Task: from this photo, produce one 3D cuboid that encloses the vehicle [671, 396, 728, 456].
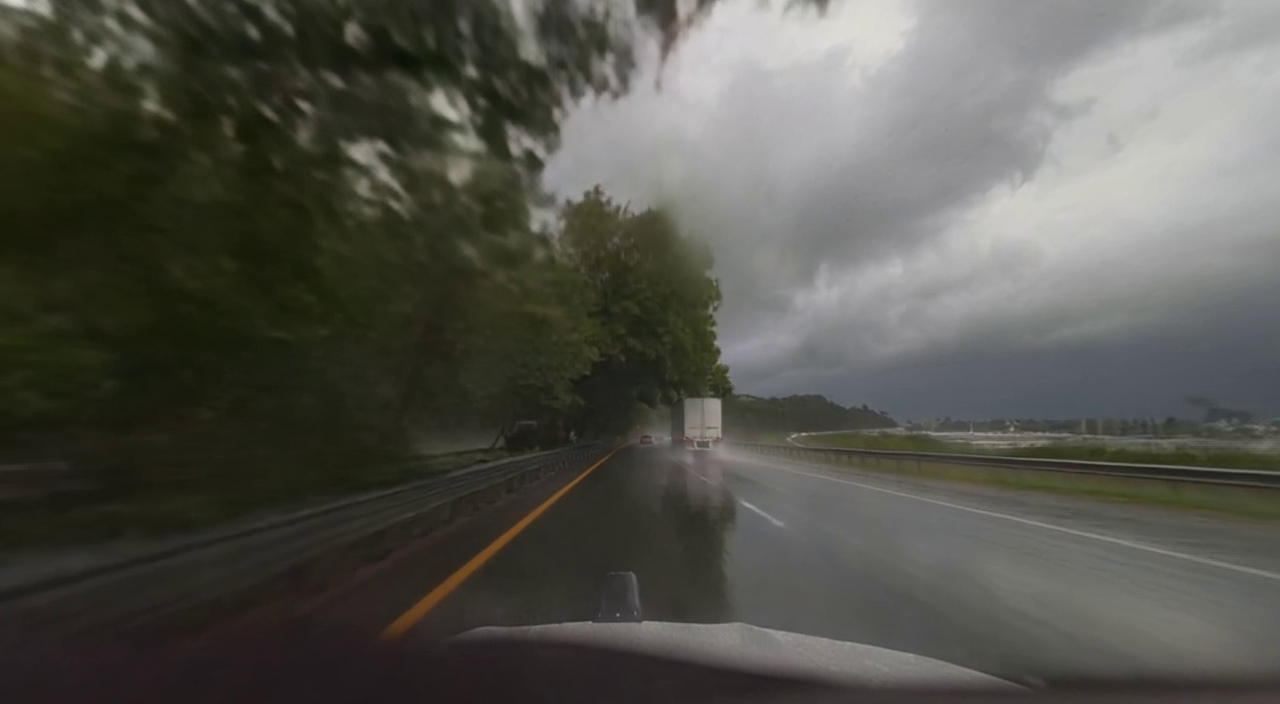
[{"bbox_3d":[4.315,5.871,49.110,2.951,4.007,13.976,0,-8,0],"label":"vehicle"}]
